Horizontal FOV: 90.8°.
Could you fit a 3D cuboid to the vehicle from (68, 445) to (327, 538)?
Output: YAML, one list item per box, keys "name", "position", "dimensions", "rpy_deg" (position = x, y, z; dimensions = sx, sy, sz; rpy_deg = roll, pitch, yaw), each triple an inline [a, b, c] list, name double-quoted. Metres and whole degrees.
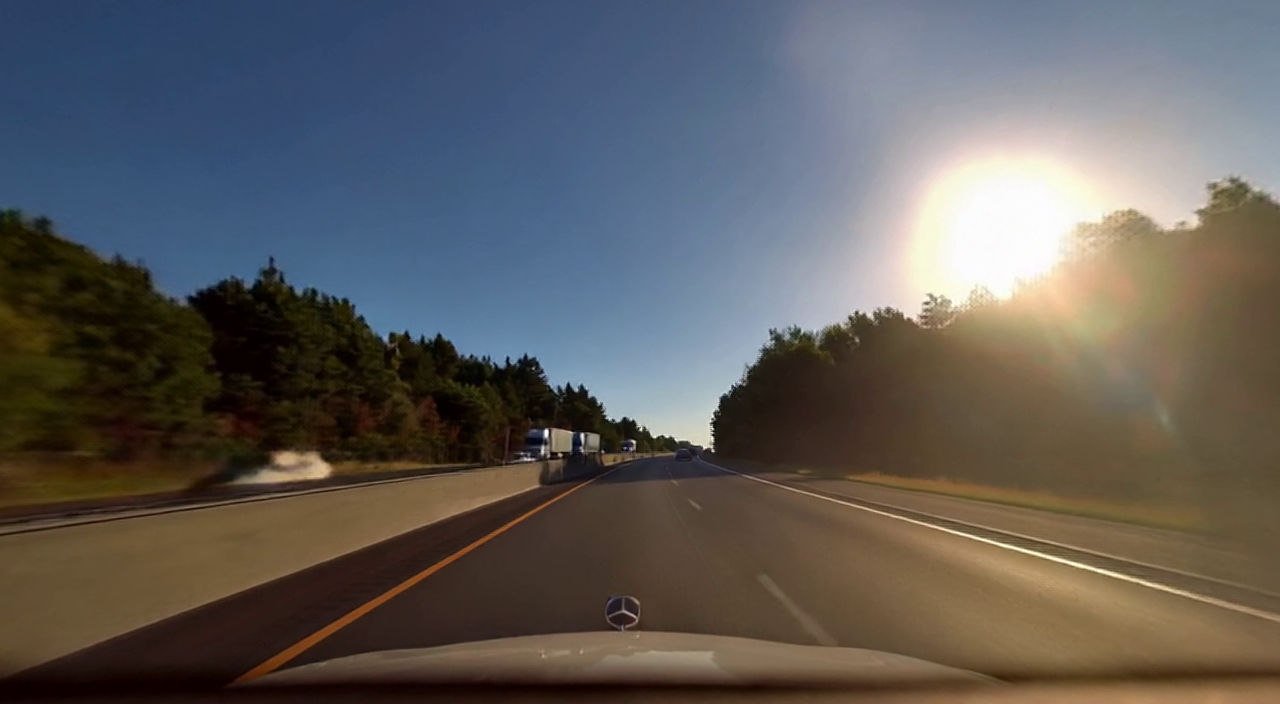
- name: "vehicle"
  position: [-9.007, 2.841, 13.562]
  dimensions: [2.069, 1.606, 4.753]
  rpy_deg: [0, -9, 1]

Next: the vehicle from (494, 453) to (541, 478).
- name: "vehicle"
  position: [-7.874, 7.321, 40.959]
  dimensions: [1.933, 1.464, 4.506]
  rpy_deg: [-1, -9, 3]
